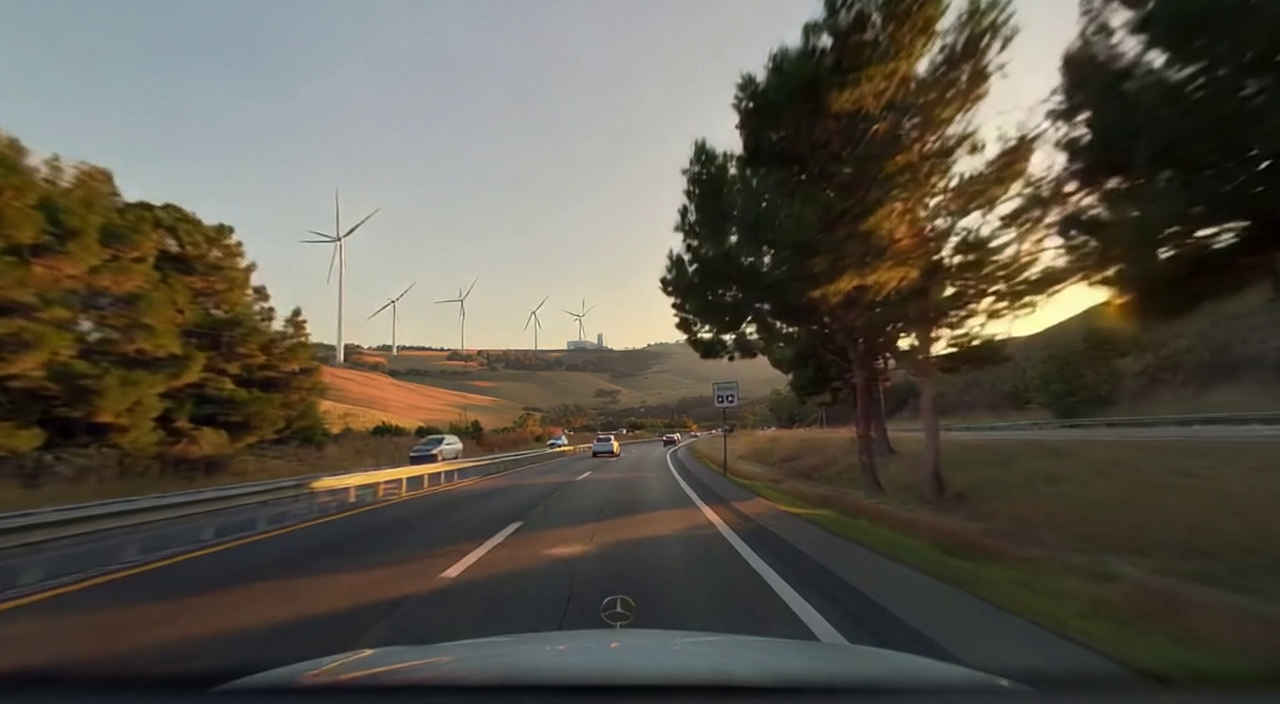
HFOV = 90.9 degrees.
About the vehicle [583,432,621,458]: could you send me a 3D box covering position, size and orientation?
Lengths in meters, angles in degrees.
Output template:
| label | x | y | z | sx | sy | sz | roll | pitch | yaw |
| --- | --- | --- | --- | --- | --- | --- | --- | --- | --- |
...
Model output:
| label | x | y | z | sx | sy | sz | roll | pitch | yaw |
| --- | --- | --- | --- | --- | --- | --- | --- | --- | --- |
| vehicle | -2.494 | 6.223 | 42.272 | 2.123 | 1.629 | 4.180 | 0 | -8 | 2 |
